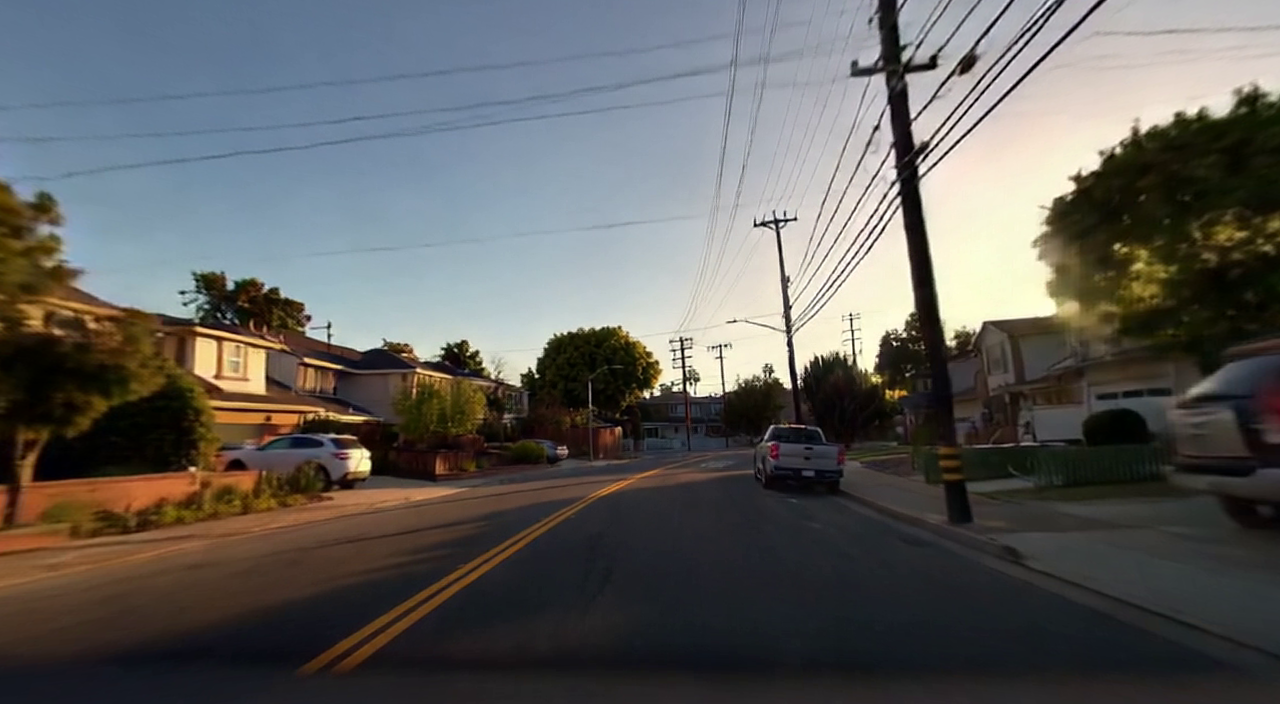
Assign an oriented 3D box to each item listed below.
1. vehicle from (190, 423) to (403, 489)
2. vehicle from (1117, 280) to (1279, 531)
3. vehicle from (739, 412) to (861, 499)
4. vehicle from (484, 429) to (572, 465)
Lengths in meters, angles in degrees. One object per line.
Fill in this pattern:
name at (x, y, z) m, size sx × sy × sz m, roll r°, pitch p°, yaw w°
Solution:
vehicle at (-10.987, 3.362, 20.508) m, size 5.632 × 1.957 × 2.302 m, roll -1°, pitch -8°, yaw 6°
vehicle at (9.358, 0.604, 6.739) m, size 6.333 × 2.381 × 2.439 m, roll -1°, pitch -8°, yaw 3°
vehicle at (4.120, 2.808, 17.507) m, size 2.273 × 1.938 × 6.400 m, roll -1°, pitch -8°, yaw 5°
vehicle at (-7.284, 6.156, 41.197) m, size 5.228 × 2.041 × 2.023 m, roll 0°, pitch -6°, yaw 13°
